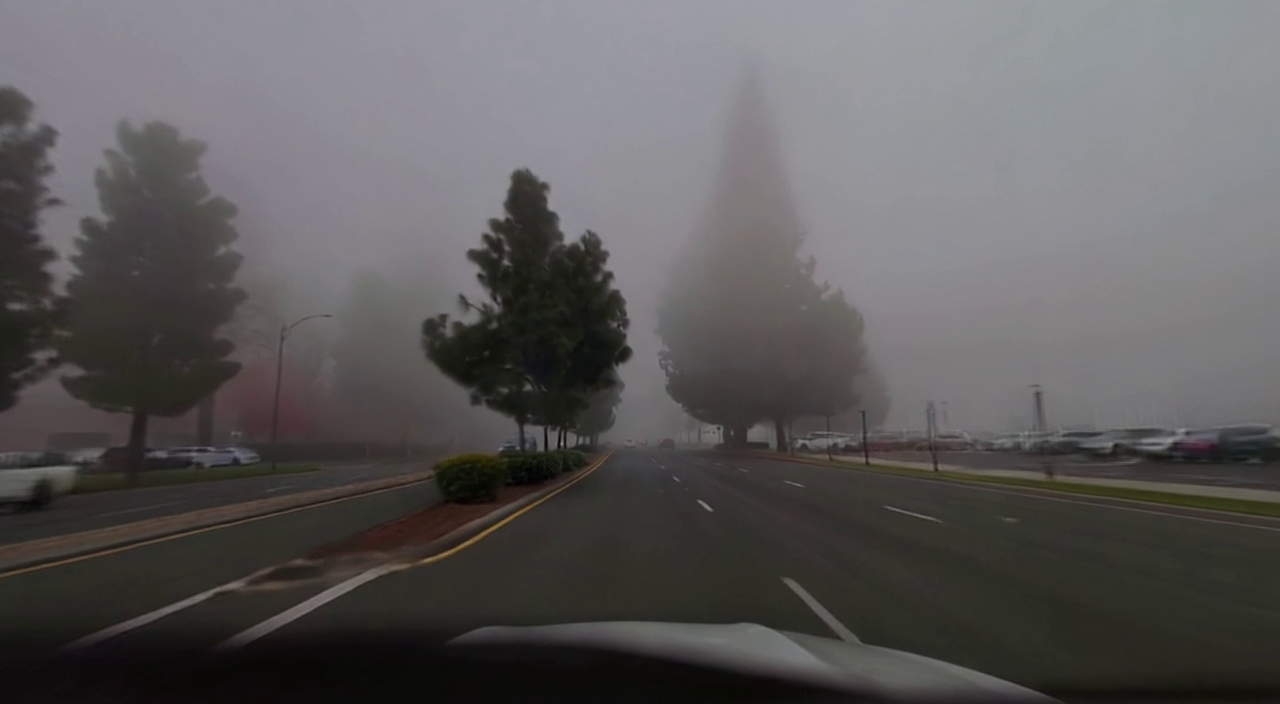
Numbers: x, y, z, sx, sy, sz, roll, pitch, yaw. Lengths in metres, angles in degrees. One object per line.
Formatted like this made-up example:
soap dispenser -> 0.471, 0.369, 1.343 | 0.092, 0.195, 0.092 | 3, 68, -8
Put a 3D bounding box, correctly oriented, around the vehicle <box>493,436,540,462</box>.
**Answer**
vehicle -> -9.016, 7.039, 45.877 | 1.958, 1.774, 4.497 | 5, -10, -30
